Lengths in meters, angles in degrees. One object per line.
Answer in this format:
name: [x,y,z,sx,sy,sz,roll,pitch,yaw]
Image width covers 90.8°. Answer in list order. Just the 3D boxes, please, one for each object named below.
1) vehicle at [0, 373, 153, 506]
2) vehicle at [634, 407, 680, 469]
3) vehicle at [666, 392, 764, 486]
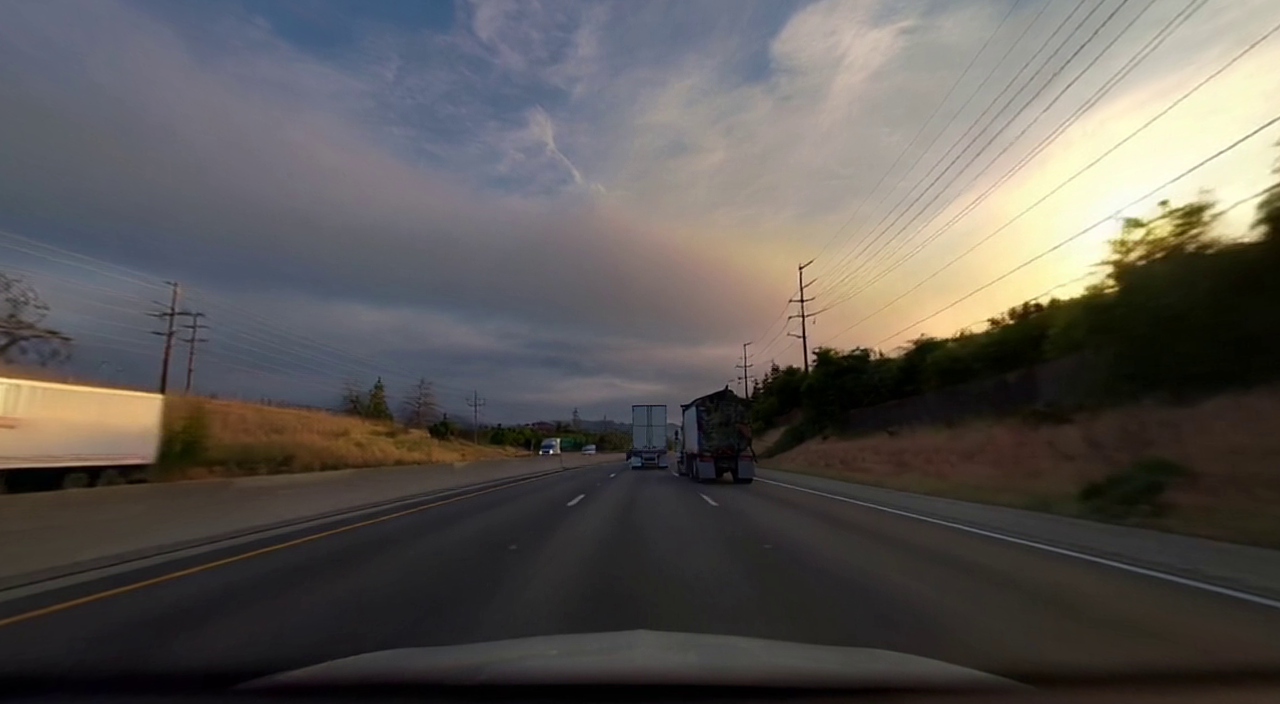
vehicle: [-21.036,2.281,16.834,3.230,3.957,15.882,0,-9,1]
vehicle: [1.065,6.746,48.415,2.997,4.076,13.224,0,-9,0]
vehicle: [2.869,3.822,27.186,2.938,3.378,8.820,0,-9,-1]
